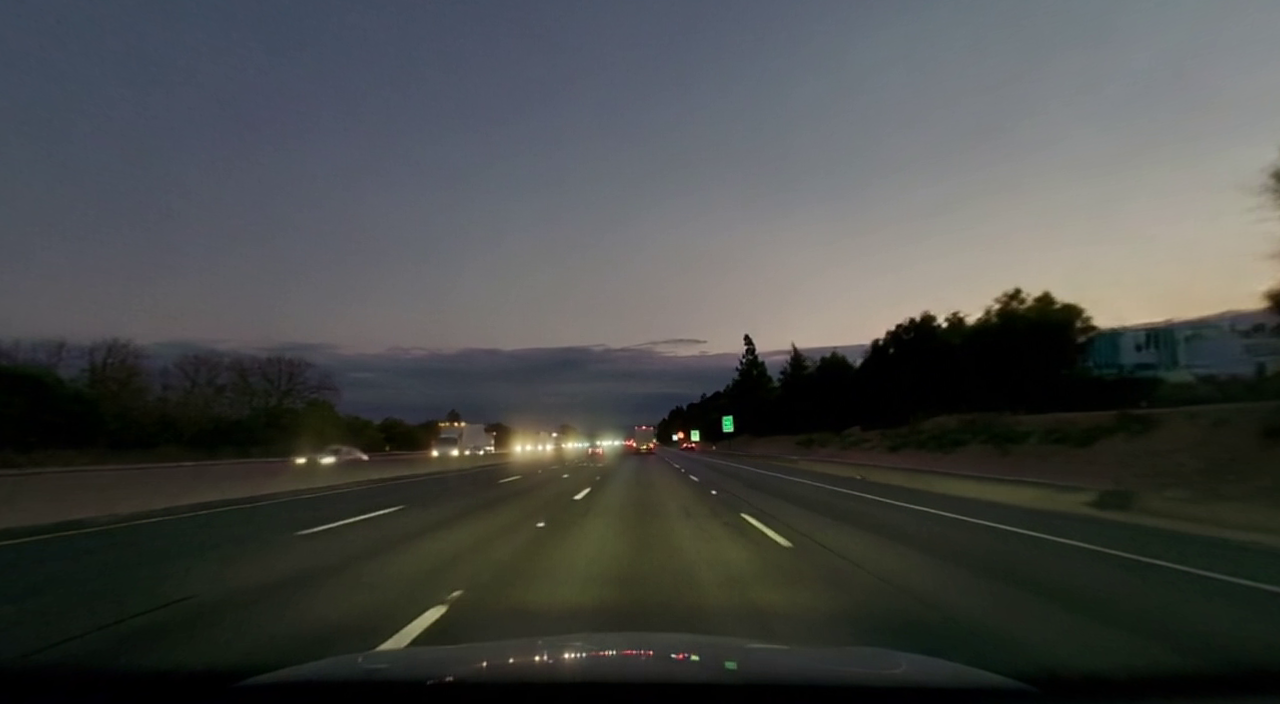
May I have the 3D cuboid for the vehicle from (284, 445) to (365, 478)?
[{"bbox_3d":[-15.816,5.479,31.793,1.878,1.513,4.210,0,-8,1],"label":"vehicle"}]
